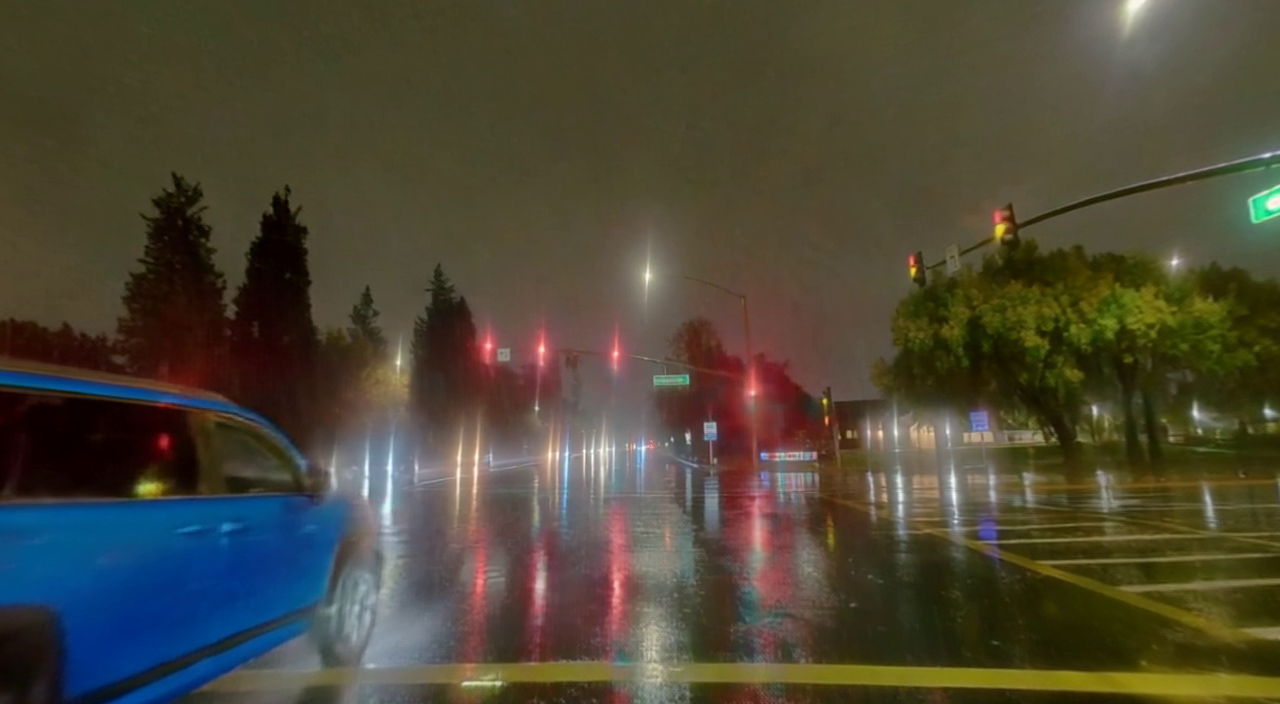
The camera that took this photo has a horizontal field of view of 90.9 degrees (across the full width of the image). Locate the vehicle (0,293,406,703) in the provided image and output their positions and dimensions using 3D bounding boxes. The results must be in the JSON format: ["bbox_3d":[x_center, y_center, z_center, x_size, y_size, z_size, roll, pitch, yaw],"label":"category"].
[{"bbox_3d":[-3.061,0.869,2.969,2.123,1.799,4.425,0,-8,1],"label":"vehicle"}]

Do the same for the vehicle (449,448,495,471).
[{"bbox_3d":[-11.904,7.639,44.987,1.980,1.452,4.318,0,-8,2],"label":"vehicle"}]
